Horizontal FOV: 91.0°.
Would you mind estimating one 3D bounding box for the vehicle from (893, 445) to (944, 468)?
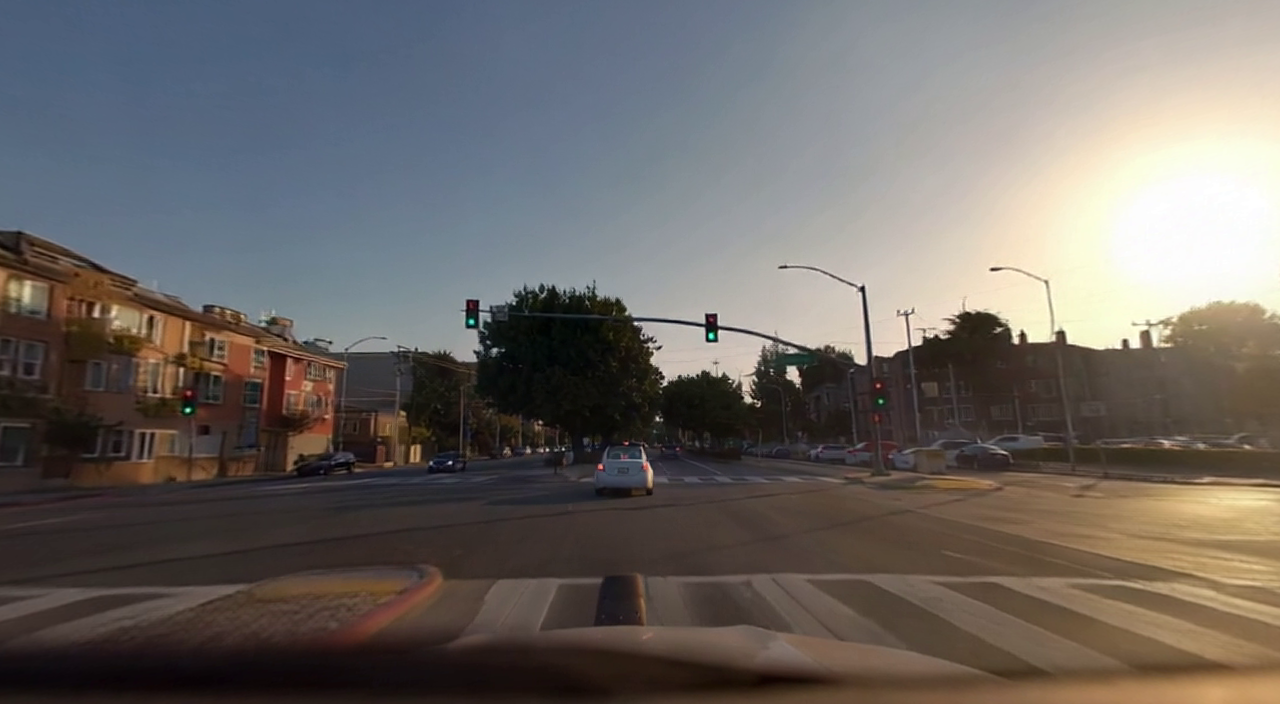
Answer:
[{"bbox_3d":[18.941,7.049,42.688,1.900,1.490,4.238,-8,-12,41],"label":"vehicle"}]

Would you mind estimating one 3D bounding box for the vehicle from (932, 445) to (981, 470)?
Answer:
[{"bbox_3d":[19.803,6.548,39.323,1.717,1.444,3.788,-8,-11,41],"label":"vehicle"}]

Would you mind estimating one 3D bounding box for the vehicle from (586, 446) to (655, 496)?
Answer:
[{"bbox_3d":[-0.581,3.789,20.476,2.010,1.447,4.121,0,-9,-1],"label":"vehicle"}]

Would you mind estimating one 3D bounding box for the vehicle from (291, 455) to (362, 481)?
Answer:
[{"bbox_3d":[-19.536,7.225,39.474,2.018,1.468,4.768,0,-9,0],"label":"vehicle"}]

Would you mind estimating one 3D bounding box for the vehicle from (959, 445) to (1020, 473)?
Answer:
[{"bbox_3d":[19.767,6.001,35.494,1.932,1.430,4.203,-8,-12,43],"label":"vehicle"}]

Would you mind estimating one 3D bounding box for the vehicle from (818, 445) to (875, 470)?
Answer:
[{"bbox_3d":[12.665,6.473,38.861,1.849,1.429,4.335,0,-9,-3],"label":"vehicle"}]
